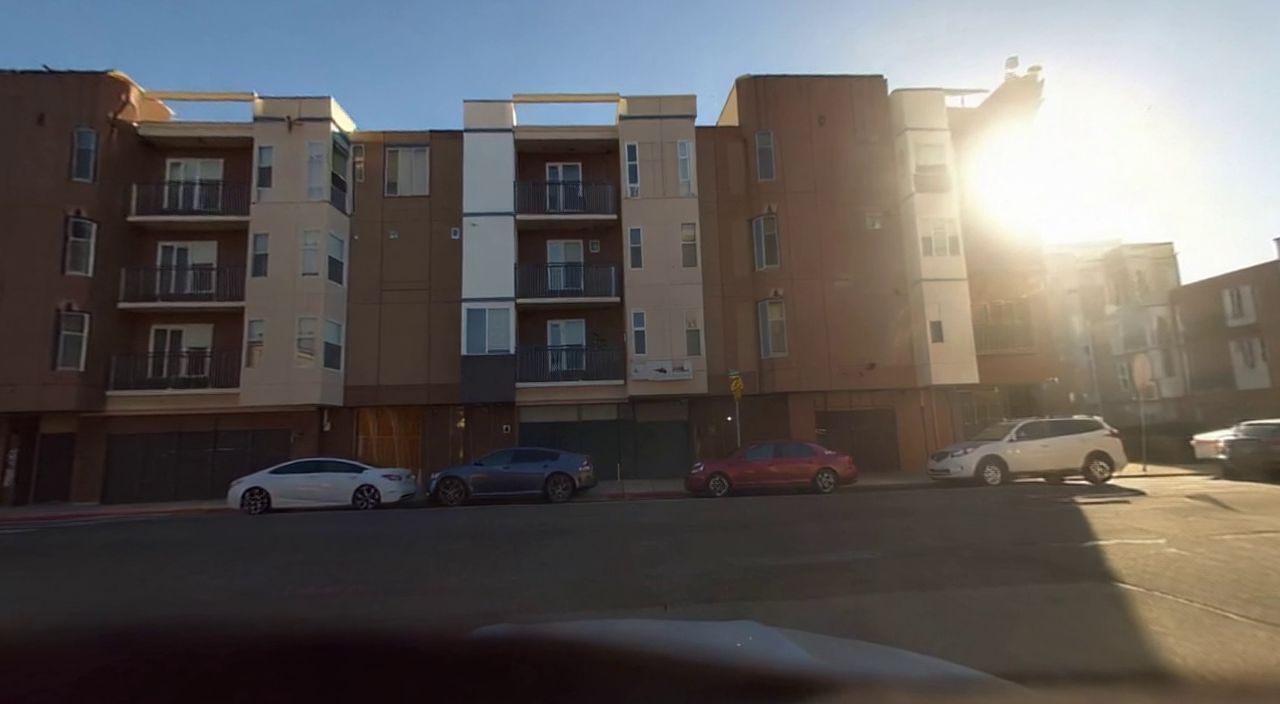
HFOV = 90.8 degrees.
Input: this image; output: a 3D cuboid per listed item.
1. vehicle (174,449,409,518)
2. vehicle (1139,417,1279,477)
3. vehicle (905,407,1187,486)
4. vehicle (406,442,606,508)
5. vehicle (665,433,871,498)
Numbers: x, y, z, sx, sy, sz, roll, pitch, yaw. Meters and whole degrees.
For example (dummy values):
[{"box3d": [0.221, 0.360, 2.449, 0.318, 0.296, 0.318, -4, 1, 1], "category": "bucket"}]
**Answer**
[{"box3d": [-8.025, 3.053, 14.947, 4.423, 1.449, 1.813, 1, -8, -6], "category": "vehicle"}, {"box3d": [16.183, 2.504, 16.753, 4.426, 1.476, 1.864, 1, -8, -5], "category": "vehicle"}, {"box3d": [10.265, 2.418, 16.337, 5.739, 1.852, 2.330, 0, -8, -4], "category": "vehicle"}, {"box3d": [-3.108, 2.945, 15.401, 4.489, 1.470, 1.776, 1, -8, -5], "category": "vehicle"}, {"box3d": [3.066, 2.793, 15.763, 4.681, 1.480, 1.817, 0, -8, -4], "category": "vehicle"}]
